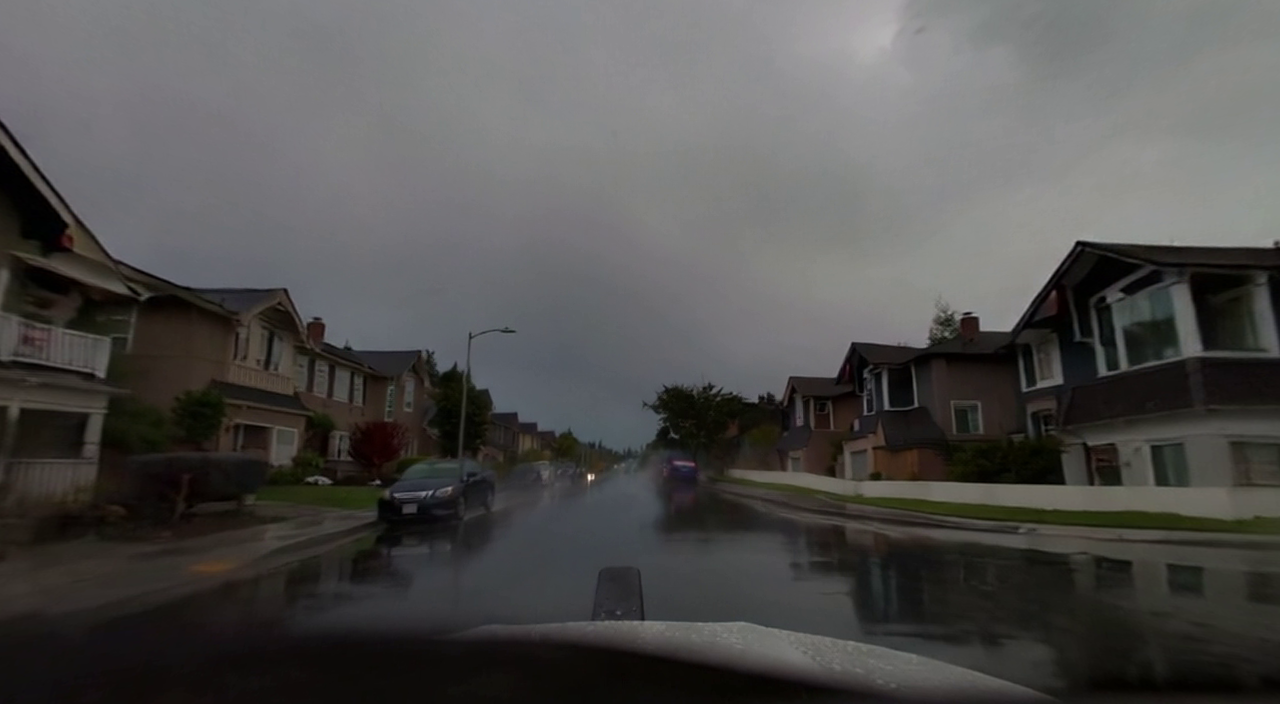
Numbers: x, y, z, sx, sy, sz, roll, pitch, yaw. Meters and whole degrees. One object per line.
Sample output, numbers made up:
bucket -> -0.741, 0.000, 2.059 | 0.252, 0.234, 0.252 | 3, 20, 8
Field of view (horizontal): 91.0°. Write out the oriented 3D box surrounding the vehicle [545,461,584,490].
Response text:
vehicle -> -4.850, 7.974, 40.939 | 2.089, 1.508, 4.537 | 2, -7, -2

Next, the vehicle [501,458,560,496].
vehicle -> -4.971, 5.728, 29.278 | 2.020, 1.470, 5.300 | 0, -9, -3

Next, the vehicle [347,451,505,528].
vehicle -> -4.665, 3.086, 14.633 | 2.080, 1.471, 4.638 | 1, -10, -1

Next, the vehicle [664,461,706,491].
vehicle -> 2.502, 7.026, 35.845 | 1.888, 1.484, 4.476 | 0, -9, -2
